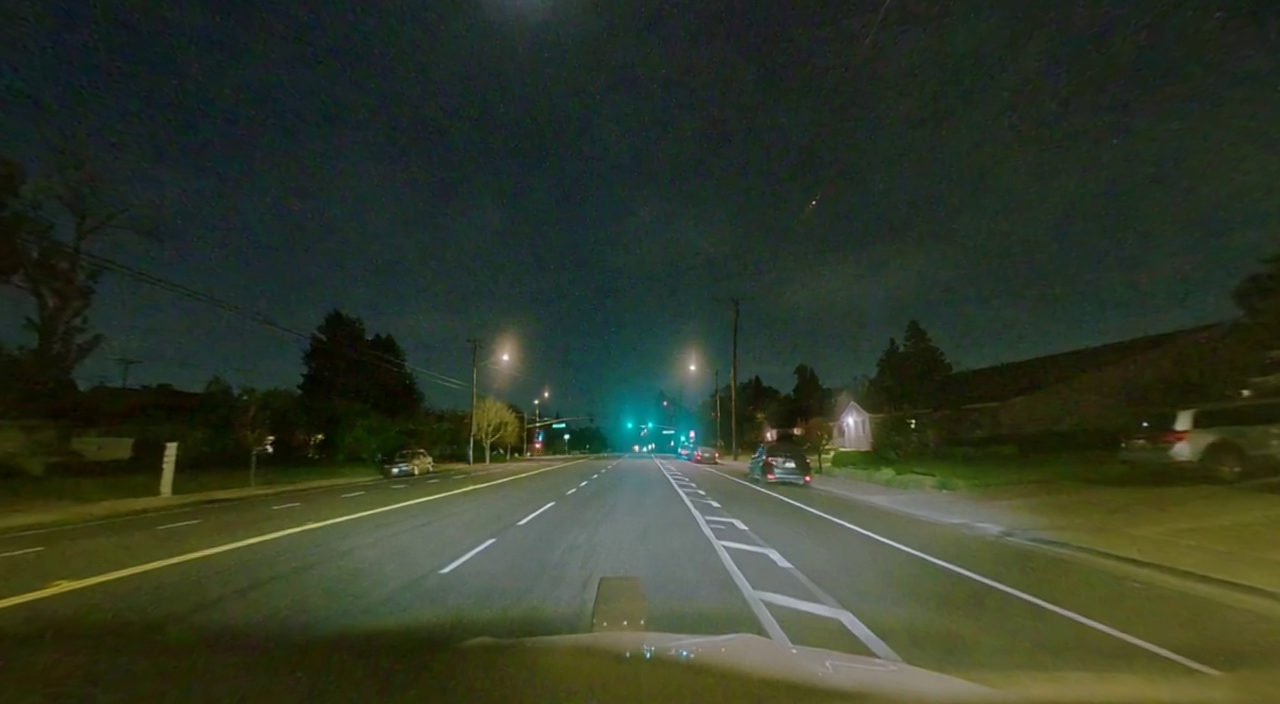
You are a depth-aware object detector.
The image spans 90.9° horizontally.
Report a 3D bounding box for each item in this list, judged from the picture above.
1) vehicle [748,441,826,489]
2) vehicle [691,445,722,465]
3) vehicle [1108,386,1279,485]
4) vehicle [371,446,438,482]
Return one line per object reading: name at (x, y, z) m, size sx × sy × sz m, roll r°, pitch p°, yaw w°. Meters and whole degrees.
vehicle at (5.074, 3.929, 22.249) m, size 1.803 × 1.517 × 3.738 m, roll 0°, pitch -8°, yaw -1°
vehicle at (5.167, 8.048, 49.511) m, size 1.881 × 1.435 × 4.525 m, roll 0°, pitch -8°, yaw -1°
vehicle at (13.288, 1.634, 13.253) m, size 4.712 × 1.775 × 2.502 m, roll -5°, pitch -8°, yaw 4°
vehicle at (-12.006, 5.710, 32.473) m, size 2.000 × 1.523 × 4.226 m, roll -1°, pitch -6°, yaw -2°
